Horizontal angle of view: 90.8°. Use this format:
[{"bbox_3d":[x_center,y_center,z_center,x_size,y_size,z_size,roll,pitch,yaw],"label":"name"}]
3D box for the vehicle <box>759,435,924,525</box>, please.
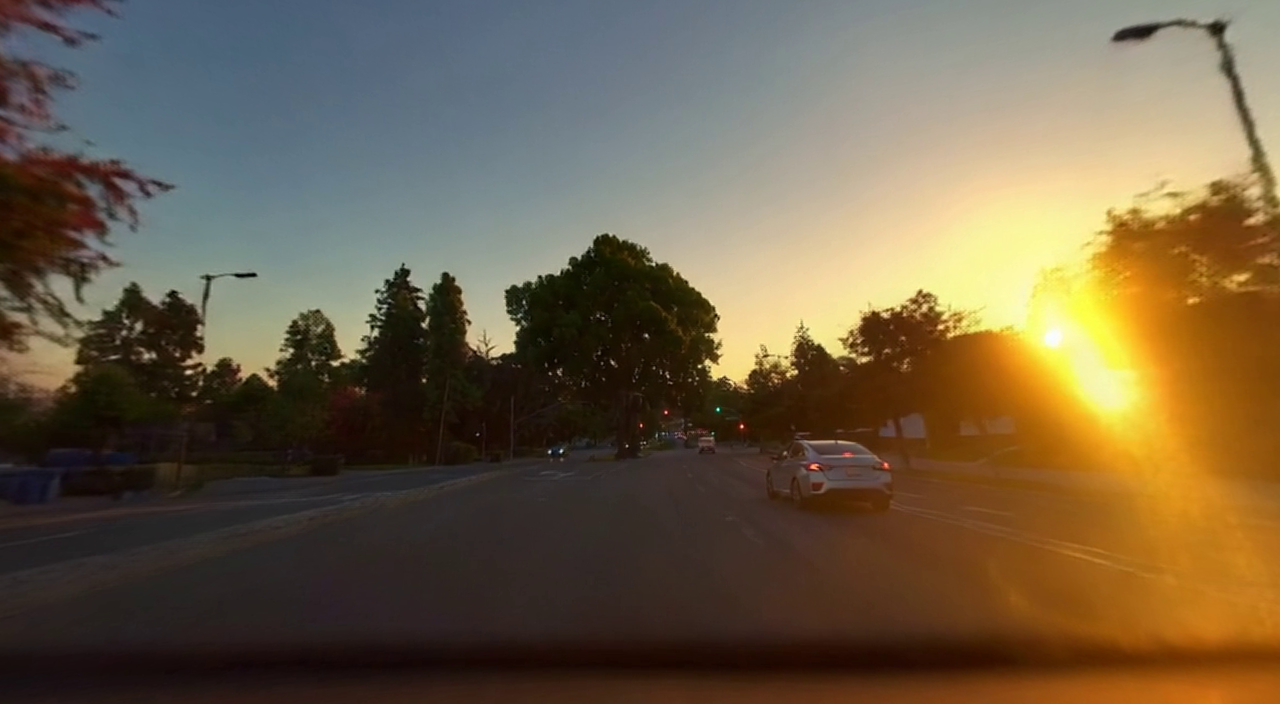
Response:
[{"bbox_3d":[3.695,2.411,12.437,1.852,1.453,4.083,0,-9,0],"label":"vehicle"}]
